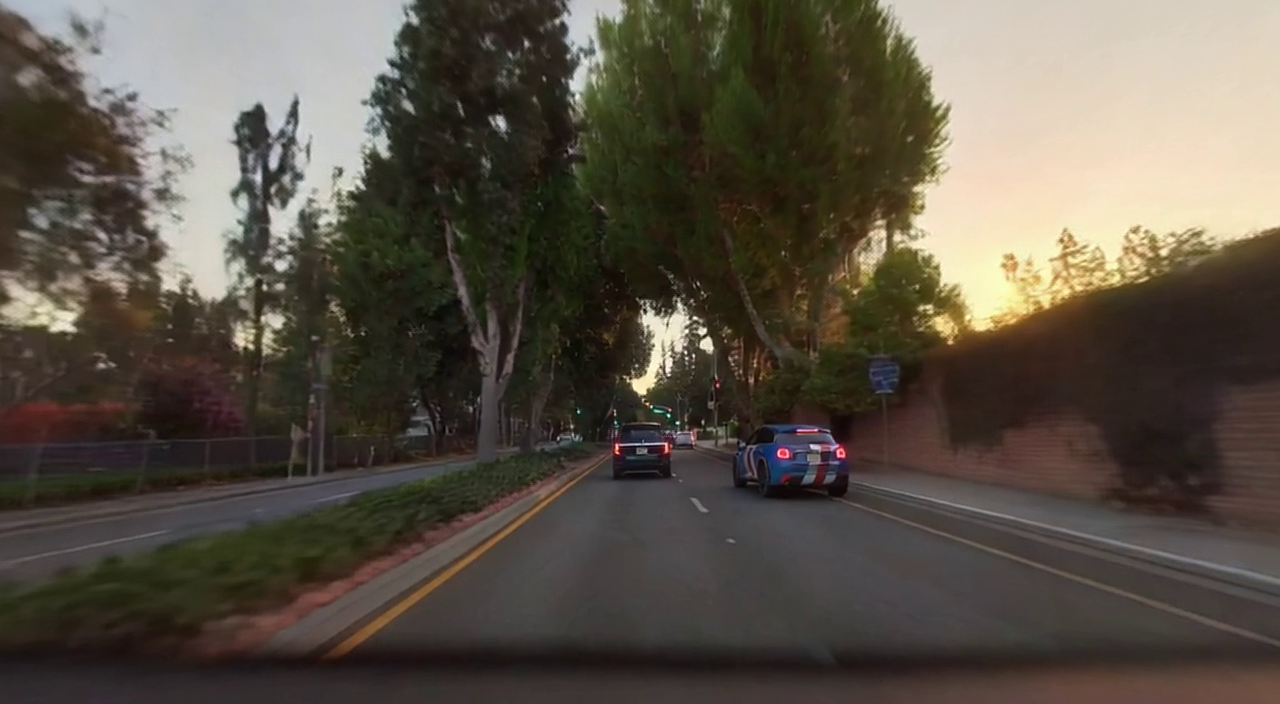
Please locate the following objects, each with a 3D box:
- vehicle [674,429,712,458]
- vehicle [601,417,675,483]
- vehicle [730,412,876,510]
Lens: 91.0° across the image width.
[{"bbox_3d":[3.164,5.552,38.196,1.863,1.610,3.726,0,-8,-1],"label":"vehicle"},{"bbox_3d":[-0.083,2.884,18.677,1.984,1.777,3.148,0,-8,-1],"label":"vehicle"},{"bbox_3d":[3.172,2.233,13.209,1.840,1.709,4.202,0,-8,-1],"label":"vehicle"}]
